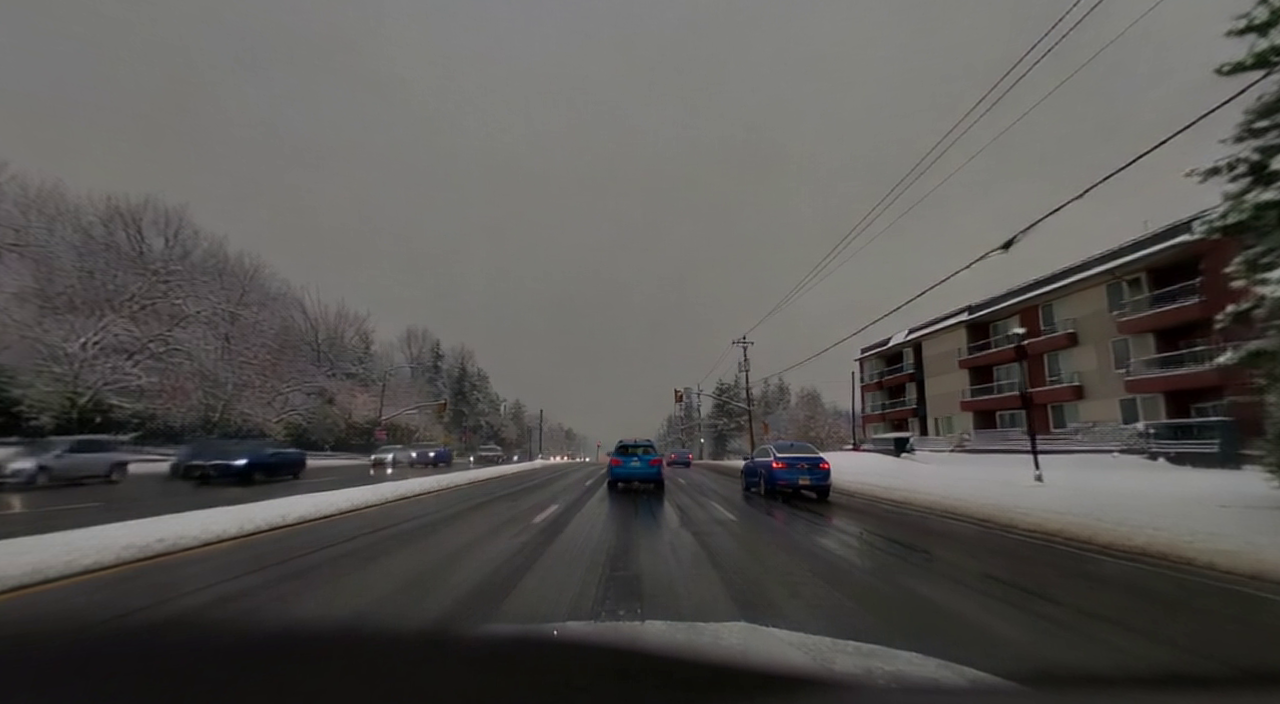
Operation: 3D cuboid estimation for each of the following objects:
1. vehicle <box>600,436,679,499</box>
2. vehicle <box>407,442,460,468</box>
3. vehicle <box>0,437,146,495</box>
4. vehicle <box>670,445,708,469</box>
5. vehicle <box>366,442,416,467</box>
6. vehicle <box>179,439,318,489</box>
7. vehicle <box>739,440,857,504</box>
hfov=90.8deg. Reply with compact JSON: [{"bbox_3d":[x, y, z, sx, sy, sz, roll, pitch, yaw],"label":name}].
[{"bbox_3d":[-0.056,3.302,18.477,2.073,1.606,3.933,0,-8,-1],"label":"vehicle"},{"bbox_3d":[-13.674,6.864,42.207,1.982,1.639,4.553,0,-8,0],"label":"vehicle"},{"bbox_3d":[-17.153,3.255,18.437,1.873,1.459,4.447,0,-8,0],"label":"vehicle"},{"bbox_3d":[3.193,6.900,41.610,2.054,1.461,4.321,0,-8,-1],"label":"vehicle"},{"bbox_3d":[-17.869,7.329,45.512,1.822,1.695,4.329,0,-8,-1],"label":"vehicle"},{"bbox_3d":[-13.479,3.863,22.177,1.981,1.572,4.575,0,-8,-1],"label":"vehicle"},{"bbox_3d":[4.194,3.249,17.610,2.086,1.534,4.351,0,-8,-1],"label":"vehicle"}]
